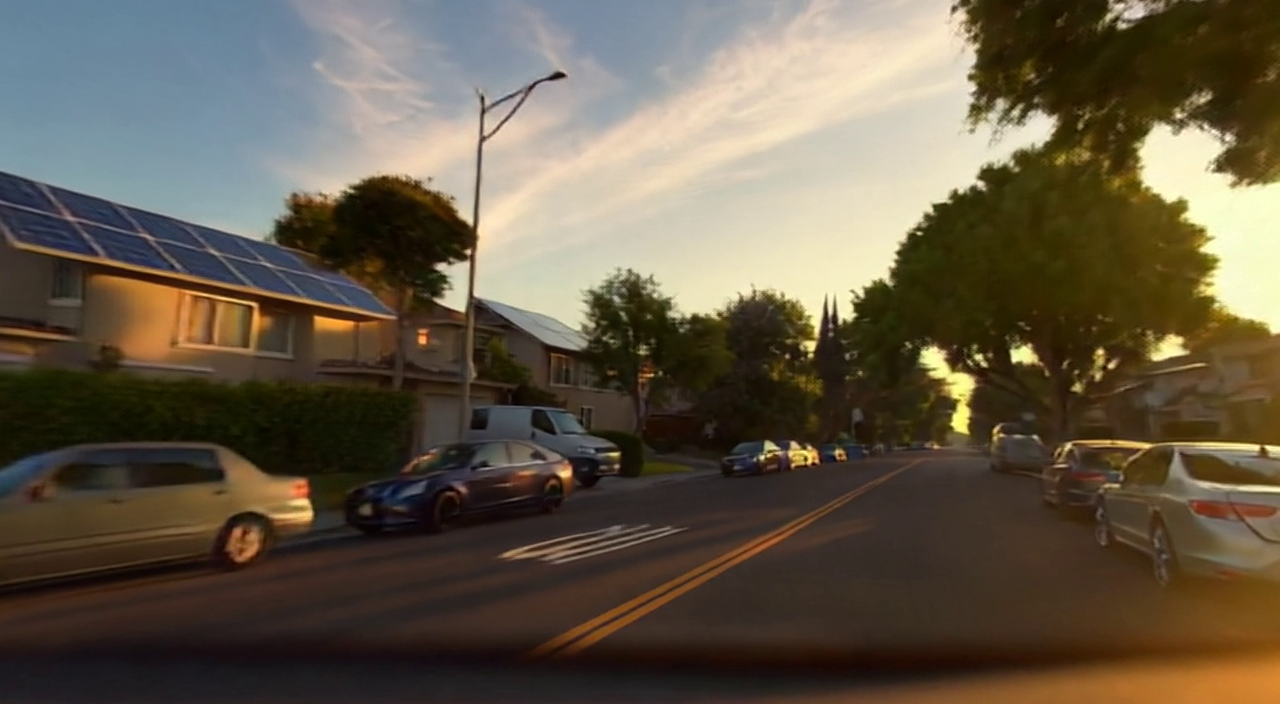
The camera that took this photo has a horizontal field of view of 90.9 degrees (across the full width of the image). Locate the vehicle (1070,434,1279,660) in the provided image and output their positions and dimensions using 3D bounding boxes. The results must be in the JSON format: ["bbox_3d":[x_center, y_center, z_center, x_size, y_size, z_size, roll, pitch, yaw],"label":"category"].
[{"bbox_3d":[5.750,1.557,6.121,1.969,1.478,4.632,-4,-8,27],"label":"vehicle"}]

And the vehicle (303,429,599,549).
[{"bbox_3d":[-2.692,2.014,10.197,1.848,1.406,4.601,-6,-9,28],"label":"vehicle"}]

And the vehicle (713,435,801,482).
[{"bbox_3d":[4.558,3.987,23.887,1.901,1.472,4.676,-8,-10,26],"label":"vehicle"}]

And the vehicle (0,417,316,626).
[{"bbox_3d":[-5.190,1.370,5.444,1.805,1.488,3.838,-5,-10,27],"label":"vehicle"}]
